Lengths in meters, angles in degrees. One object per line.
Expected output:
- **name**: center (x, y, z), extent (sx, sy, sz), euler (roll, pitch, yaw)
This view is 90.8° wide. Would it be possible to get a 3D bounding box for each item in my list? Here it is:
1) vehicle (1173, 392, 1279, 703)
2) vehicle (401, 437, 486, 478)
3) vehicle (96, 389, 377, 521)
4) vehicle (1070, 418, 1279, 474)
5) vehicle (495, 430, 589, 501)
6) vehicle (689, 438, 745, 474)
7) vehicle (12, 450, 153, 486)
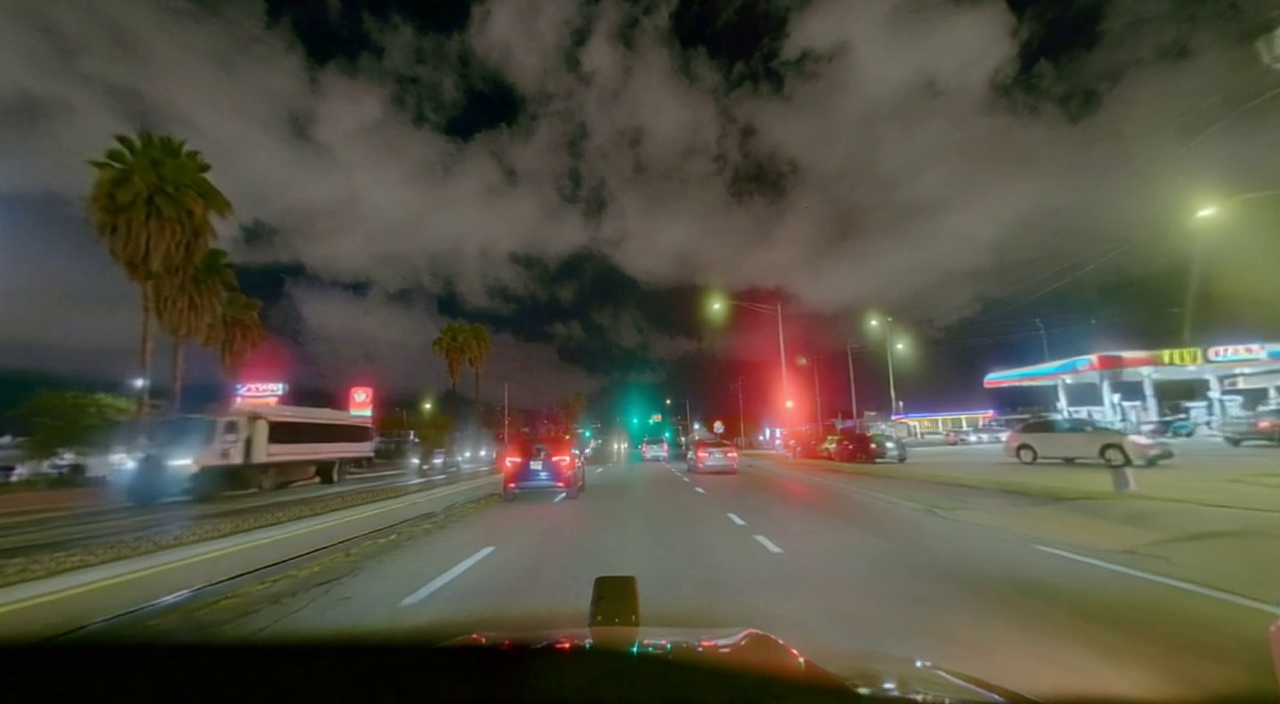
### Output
- **vehicle**: center (3.429, 0.639, 0.704), extent (1.987, 1.474, 4.198), euler (0, -9, 0)
- **vehicle**: center (-9.688, 5.250, 31.695), extent (2.169, 1.853, 4.853), euler (-1, -9, 8)
- **vehicle**: center (-11.134, 2.925, 18.923), extent (2.662, 2.995, 8.344), euler (1, -7, 2)
- **vehicle**: center (14.600, 2.562, 17.274), extent (4.293, 1.438, 1.773), euler (0, -9, 1)
- **vehicle**: center (-2.336, 2.825, 16.073), extent (2.021, 1.550, 4.090), euler (1, -9, -5)
- **vehicle**: center (3.296, 4.561, 27.919), extent (1.889, 1.448, 4.262), euler (0, -9, -1)
- **vehicle**: center (-30.273, 6.325, 34.481), extent (5.349, 1.859, 2.259), euler (1, -10, -2)
